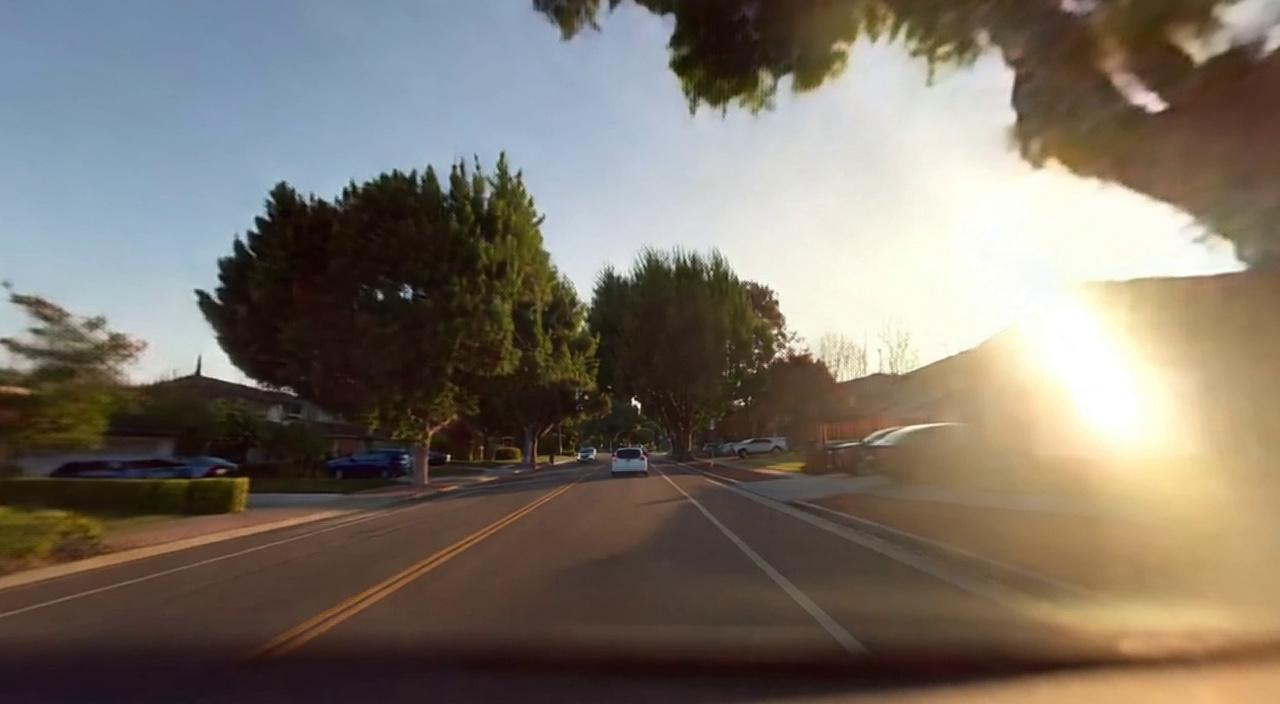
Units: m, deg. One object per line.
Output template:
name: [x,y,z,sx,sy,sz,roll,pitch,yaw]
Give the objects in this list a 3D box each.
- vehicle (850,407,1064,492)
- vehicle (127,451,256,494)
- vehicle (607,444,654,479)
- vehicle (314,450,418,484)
vehicle: [8.340,2.597,16.960,4.513,1.617,1.998,-7,-8,-1]
vehicle: [-17.075,4.520,24.046,4.608,1.481,1.890,-4,-10,26]
vehicle: [-0.411,5.133,29.845,2.098,1.483,4.099,0,-9,0]
vehicle: [-14.818,6.238,34.362,4.608,1.743,2.222,-1,-9,7]
